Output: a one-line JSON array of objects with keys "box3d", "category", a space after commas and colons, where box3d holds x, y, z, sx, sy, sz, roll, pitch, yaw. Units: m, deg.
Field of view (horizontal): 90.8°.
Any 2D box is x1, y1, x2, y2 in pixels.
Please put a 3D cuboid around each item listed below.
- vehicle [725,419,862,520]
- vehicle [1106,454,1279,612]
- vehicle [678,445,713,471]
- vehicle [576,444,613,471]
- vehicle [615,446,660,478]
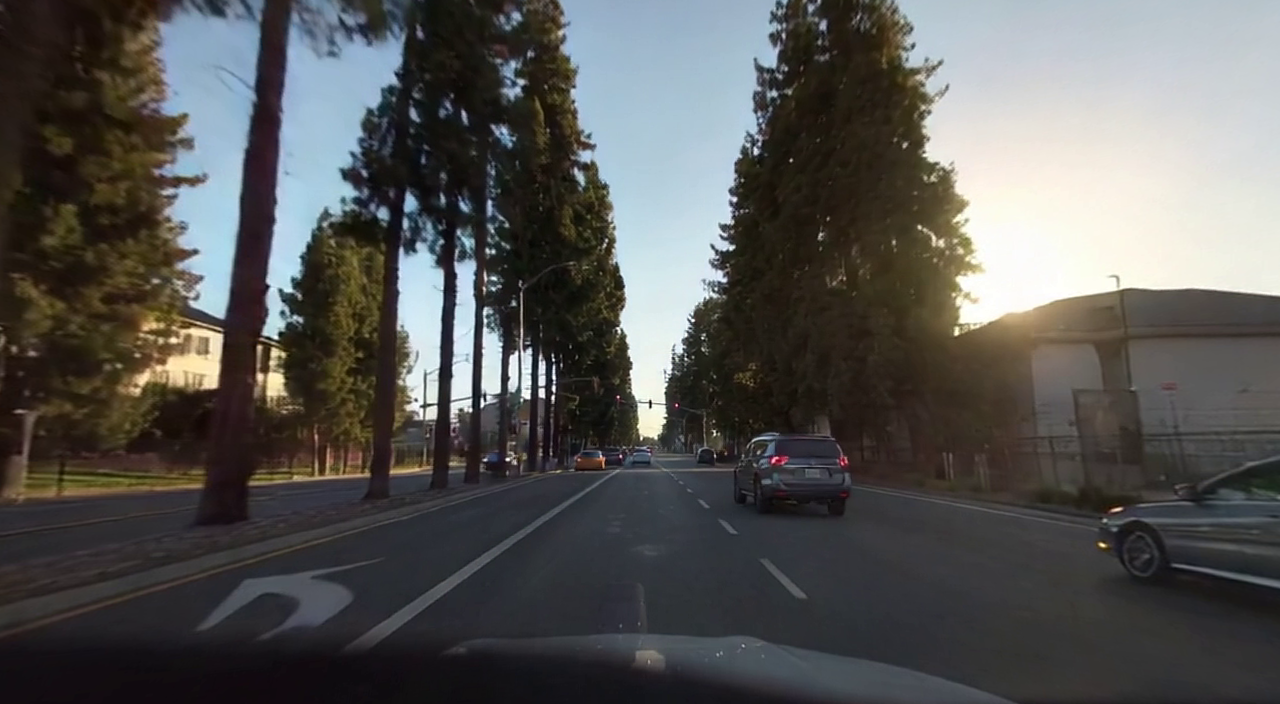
[{"box3d": [3.272, 2.613, 14.492, 2.035, 1.940, 4.299, 0, -9, 0], "category": "vehicle"}, {"box3d": [6.973, 1.743, 5.871, 2.003, 1.428, 4.330, 3, -9, 0], "category": "vehicle"}, {"box3d": [3.791, 7.294, 43.798, 1.922, 1.708, 4.126, 0, -9, -1], "category": "vehicle"}, {"box3d": [-2.897, 6.824, 41.000, 1.962, 1.632, 3.979, 0, -9, 1], "category": "vehicle"}, {"box3d": [-0.109, 5.409, 31.290, 2.119, 1.460, 3.847, 0, -9, 0], "category": "vehicle"}]
